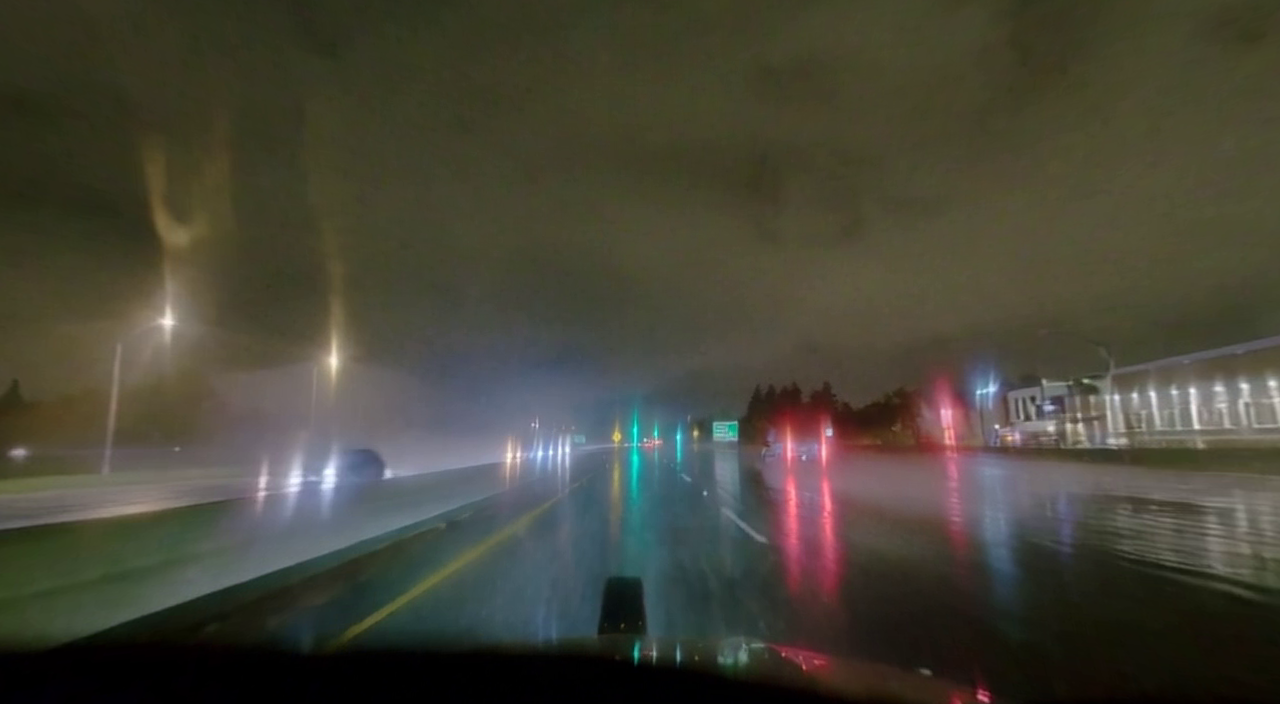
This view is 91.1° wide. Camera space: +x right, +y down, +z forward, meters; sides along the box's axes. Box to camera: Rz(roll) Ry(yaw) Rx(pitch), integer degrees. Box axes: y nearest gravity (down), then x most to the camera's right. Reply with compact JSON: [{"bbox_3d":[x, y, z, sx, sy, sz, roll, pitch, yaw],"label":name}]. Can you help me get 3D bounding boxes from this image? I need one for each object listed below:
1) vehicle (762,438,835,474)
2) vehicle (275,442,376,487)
[{"bbox_3d":[7.305,4.844,29.563,2.079,1.518,5.032,0,-8,-1],"label":"vehicle"},{"bbox_3d":[-14.222,5.089,28.801,2.056,1.850,4.868,0,-8,1],"label":"vehicle"}]
